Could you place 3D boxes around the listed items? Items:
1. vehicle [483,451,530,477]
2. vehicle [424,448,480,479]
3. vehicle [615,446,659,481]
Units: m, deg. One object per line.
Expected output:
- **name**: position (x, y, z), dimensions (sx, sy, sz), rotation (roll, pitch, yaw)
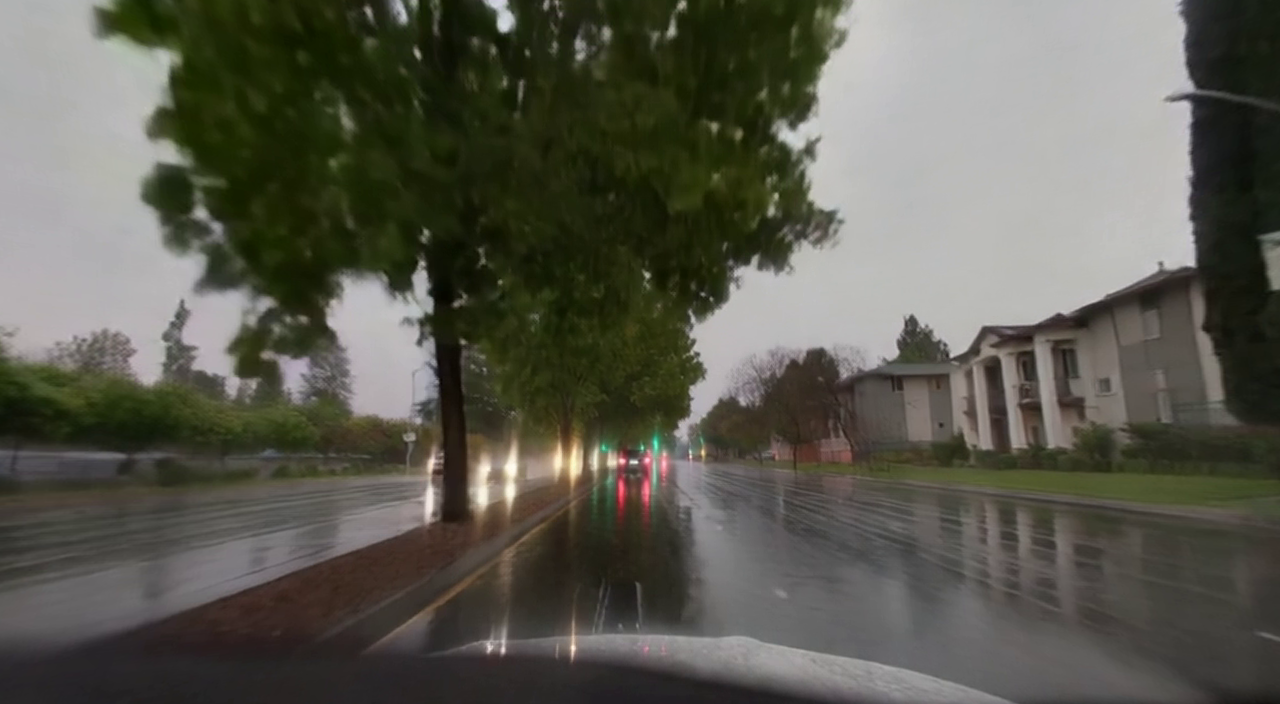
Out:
- **vehicle**: position (-8.404, 7.075, 40.171), dimensions (1.957, 1.527, 4.411), rotation (0, -8, 1)
- **vehicle**: position (-11.822, 7.028, 40.035), dimensions (2.052, 1.808, 4.716), rotation (0, -8, 0)
- **vehicle**: position (-0.106, 5.512, 31.641), dimensions (2.093, 1.591, 4.247), rotation (0, -8, 1)
